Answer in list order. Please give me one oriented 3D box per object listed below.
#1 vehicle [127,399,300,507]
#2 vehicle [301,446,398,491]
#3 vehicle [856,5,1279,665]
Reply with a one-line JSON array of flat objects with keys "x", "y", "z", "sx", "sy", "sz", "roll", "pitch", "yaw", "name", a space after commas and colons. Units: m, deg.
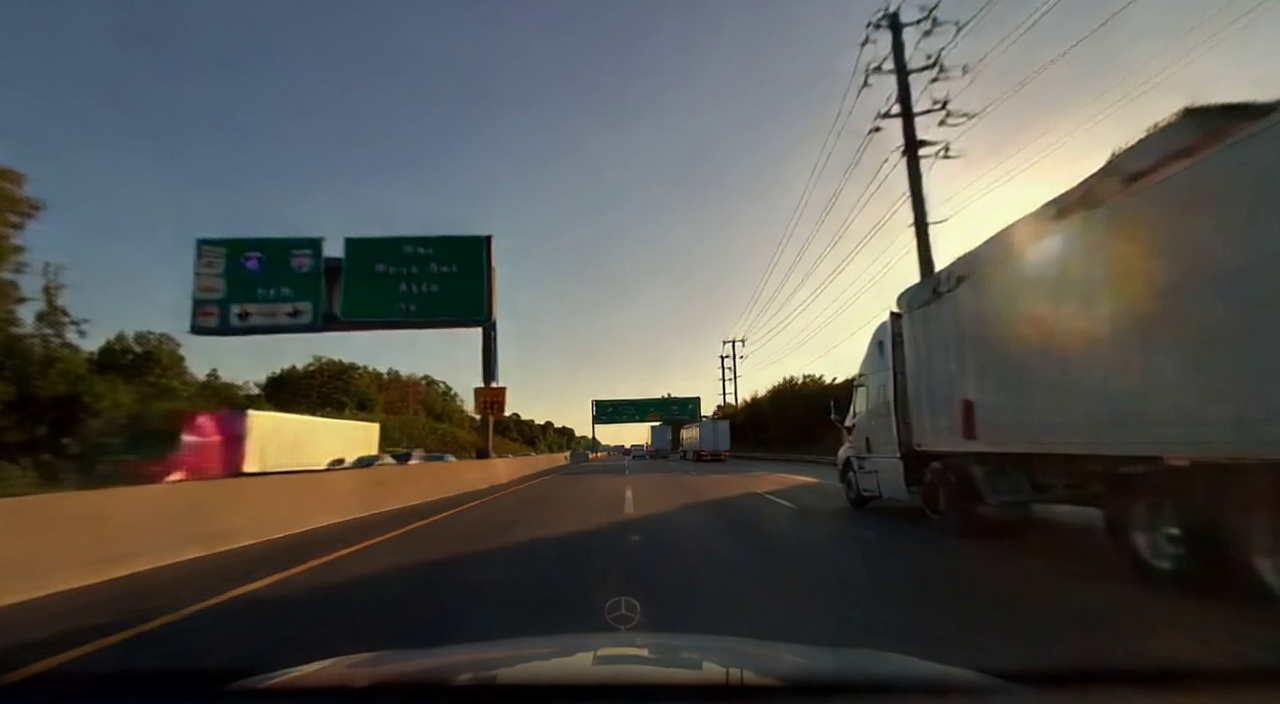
[{"x": -17.656, "y": 4.245, "z": 26.681, "sx": 2.962, "sy": 4.023, "sz": 6.073, "roll": 0, "pitch": -9, "yaw": -2, "name": "vehicle"}, {"x": -13.902, "y": 5.567, "z": 30.473, "sx": 2.464, "sy": 1.975, "sz": 4.855, "roll": 0, "pitch": -9, "yaw": -1, "name": "vehicle"}, {"x": 5.300, "y": 0.186, "z": 5.875, "sx": 2.869, "sy": 4.048, "sz": 8.895, "roll": 0, "pitch": -9, "yaw": -3, "name": "vehicle"}]
